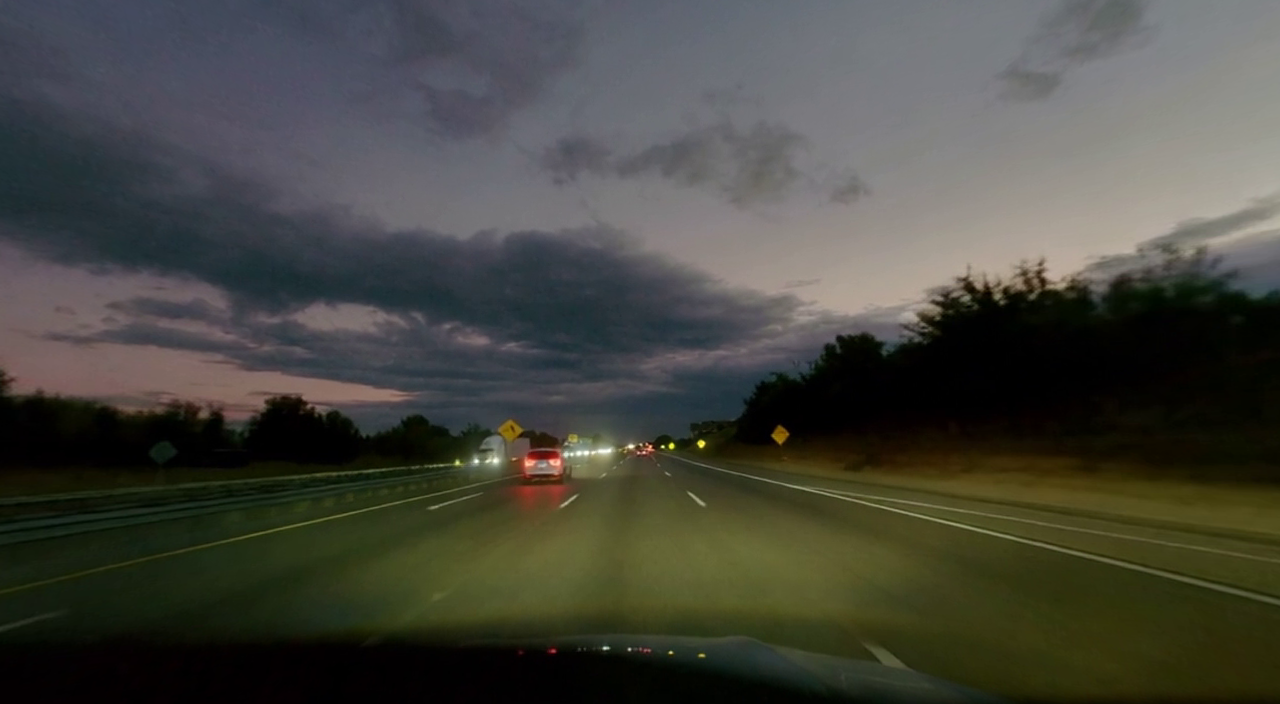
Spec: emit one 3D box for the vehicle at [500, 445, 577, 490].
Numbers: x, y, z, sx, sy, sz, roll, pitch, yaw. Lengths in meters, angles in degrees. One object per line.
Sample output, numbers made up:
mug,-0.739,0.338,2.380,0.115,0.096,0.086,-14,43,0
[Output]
vehicle,-3.631,4.244,23.476,2.054,1.475,4.708,0,-9,0
